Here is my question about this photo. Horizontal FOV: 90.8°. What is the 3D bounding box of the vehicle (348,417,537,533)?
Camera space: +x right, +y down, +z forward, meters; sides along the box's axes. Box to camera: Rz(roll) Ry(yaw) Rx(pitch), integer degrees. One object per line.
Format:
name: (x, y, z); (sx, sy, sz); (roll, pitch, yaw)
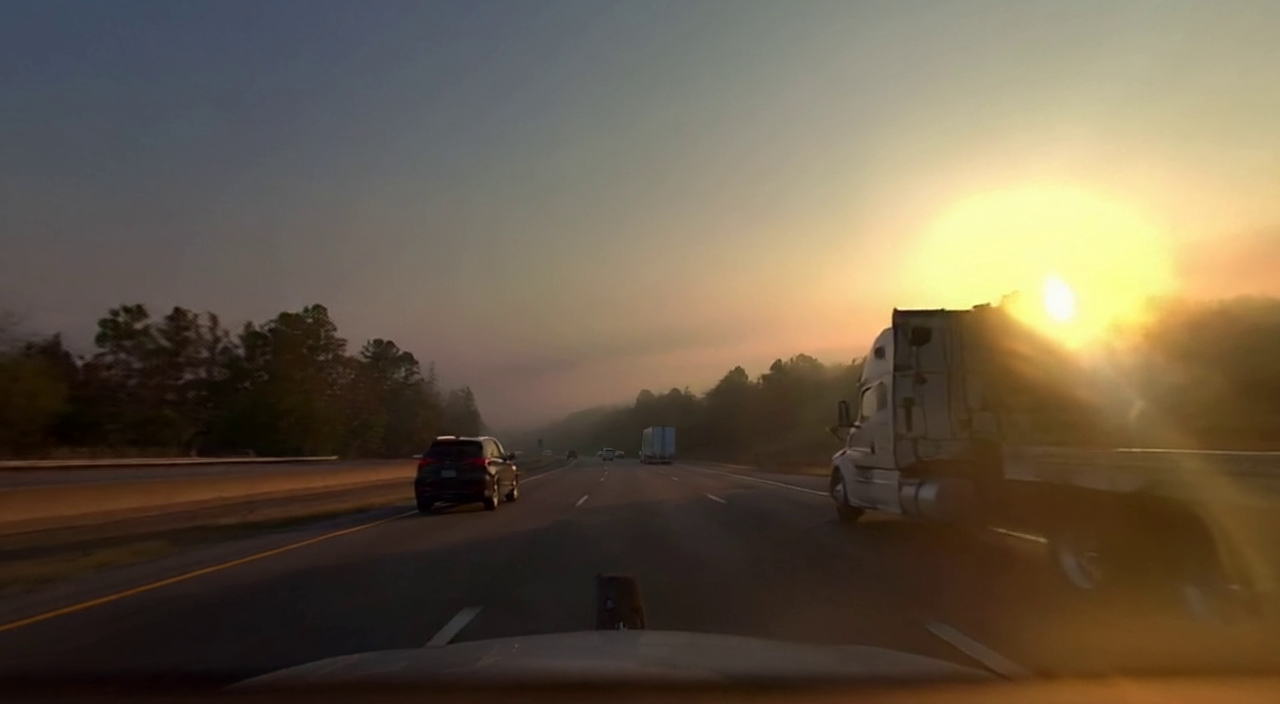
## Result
vehicle: (-3.753, 2.476, 13.220); (2.337, 1.942, 4.984); (0, -9, 0)

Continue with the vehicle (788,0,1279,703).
vehicle: (4.286, 0.379, 6.397); (2.958, 3.990, 10.216); (0, -9, 0)
